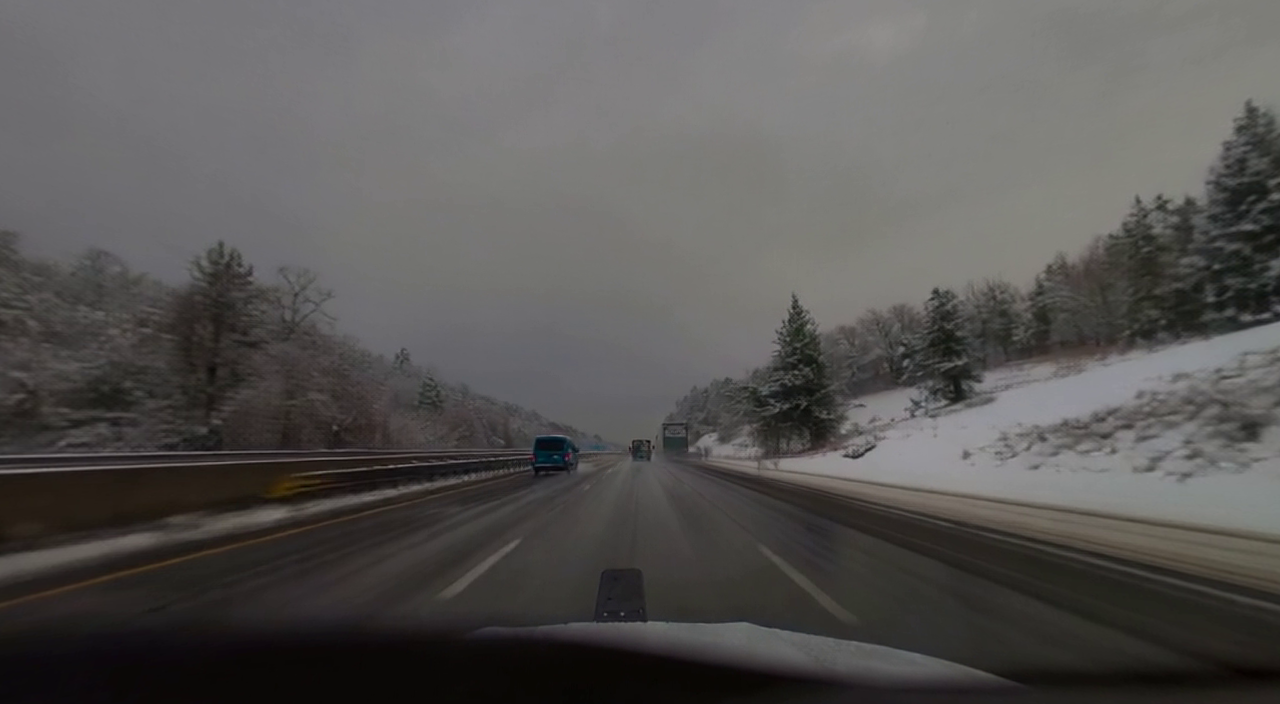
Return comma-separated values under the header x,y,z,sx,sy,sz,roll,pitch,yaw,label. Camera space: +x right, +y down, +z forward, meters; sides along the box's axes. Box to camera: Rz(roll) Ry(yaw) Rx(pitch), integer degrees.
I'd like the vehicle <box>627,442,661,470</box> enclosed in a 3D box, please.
x,y,z,sx,sy,sz,roll,pitch,yaw,label
0.289,7.057,42.770,2.166,1.747,4.299,0,-9,1,vehicle

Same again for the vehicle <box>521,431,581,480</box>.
x,y,z,sx,sy,sz,roll,pitch,yaw,label
-3.930,4.696,28.582,1.955,2.004,4.792,0,-9,0,vehicle
